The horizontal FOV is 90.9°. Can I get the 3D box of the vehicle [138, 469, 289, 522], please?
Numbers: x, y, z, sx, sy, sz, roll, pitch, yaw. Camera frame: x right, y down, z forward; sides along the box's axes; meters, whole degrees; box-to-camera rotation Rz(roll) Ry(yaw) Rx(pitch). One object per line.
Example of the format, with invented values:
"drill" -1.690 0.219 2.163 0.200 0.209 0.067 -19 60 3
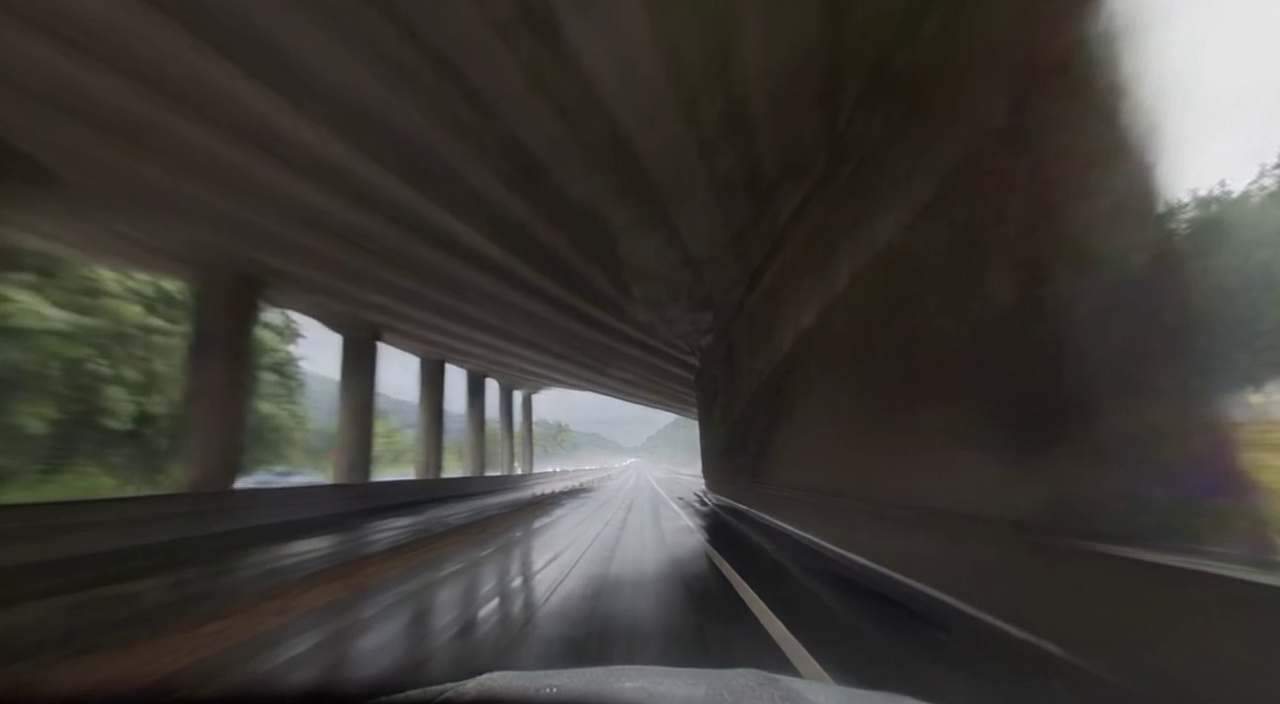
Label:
"vehicle" -12.835 4.313 19.300 1.941 1.429 3.701 1 -10 1
